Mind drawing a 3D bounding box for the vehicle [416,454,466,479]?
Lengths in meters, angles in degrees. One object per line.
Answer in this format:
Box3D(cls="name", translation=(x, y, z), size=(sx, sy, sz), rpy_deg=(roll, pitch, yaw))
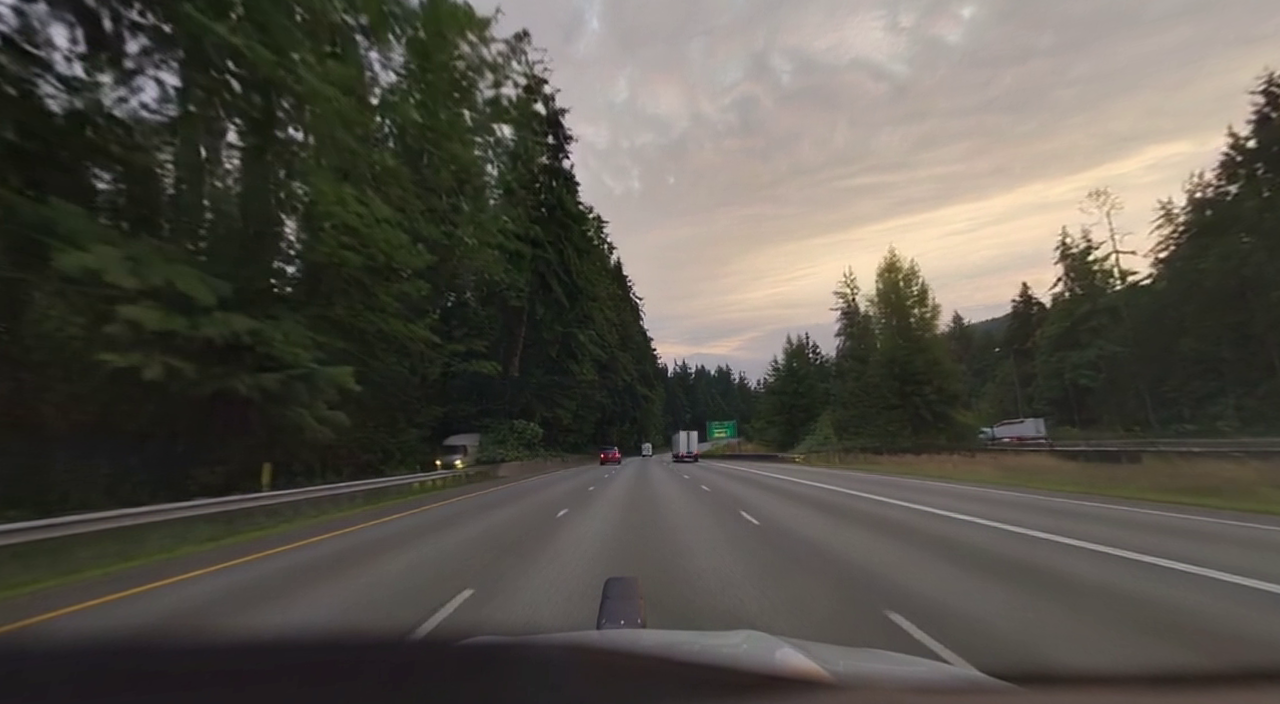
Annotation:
Box3D(cls="vehicle", translation=(-13.581, 7.804, 43.291), size=(1.879, 1.561, 4.362), rpy_deg=(-1, -9, 2))
